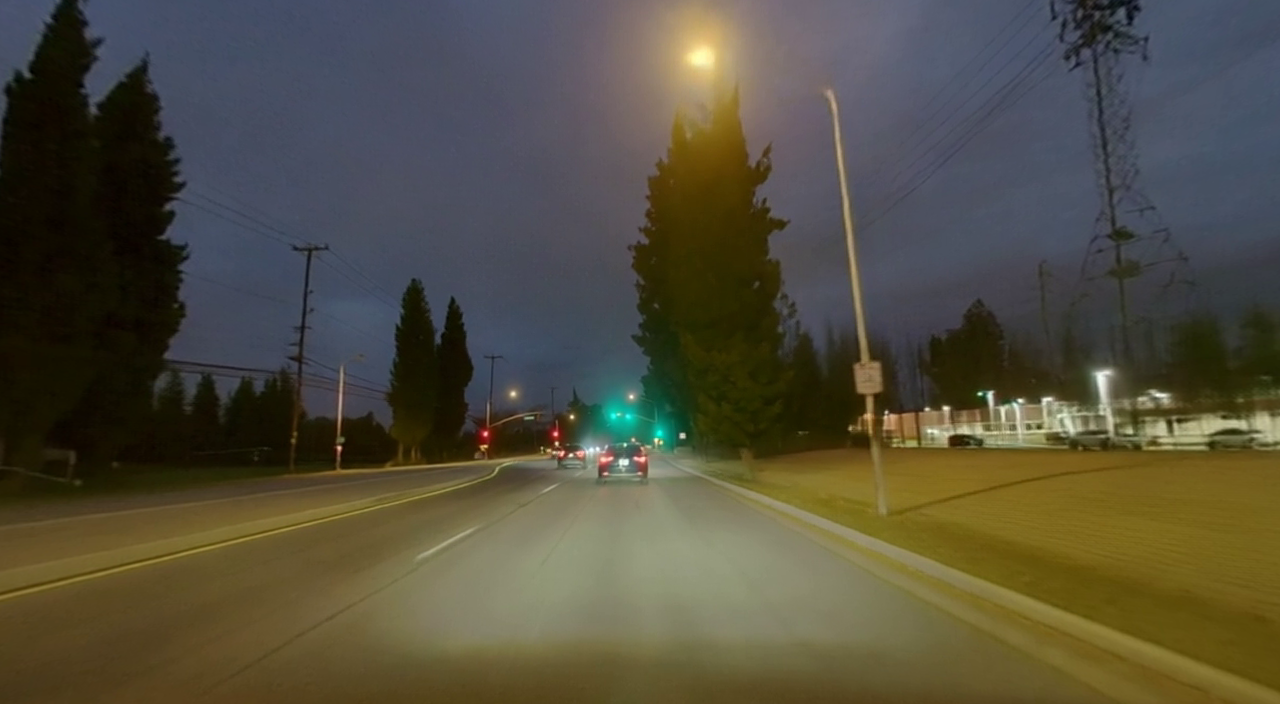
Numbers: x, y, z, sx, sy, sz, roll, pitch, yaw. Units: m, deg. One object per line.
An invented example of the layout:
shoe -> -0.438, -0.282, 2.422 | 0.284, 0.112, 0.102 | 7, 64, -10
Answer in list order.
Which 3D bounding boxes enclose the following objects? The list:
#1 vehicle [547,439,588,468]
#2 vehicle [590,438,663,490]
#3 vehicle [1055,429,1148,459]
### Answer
vehicle -> -4.675, 6.640, 41.151 | 2.189, 1.776, 4.342 | 0, -9, -1
vehicle -> -0.452, 3.831, 21.950 | 2.235, 1.597, 4.918 | 0, -9, -1
vehicle -> 35.191, 7.069, 48.302 | 2.609, 2.110, 5.813 | 0, -9, -1
